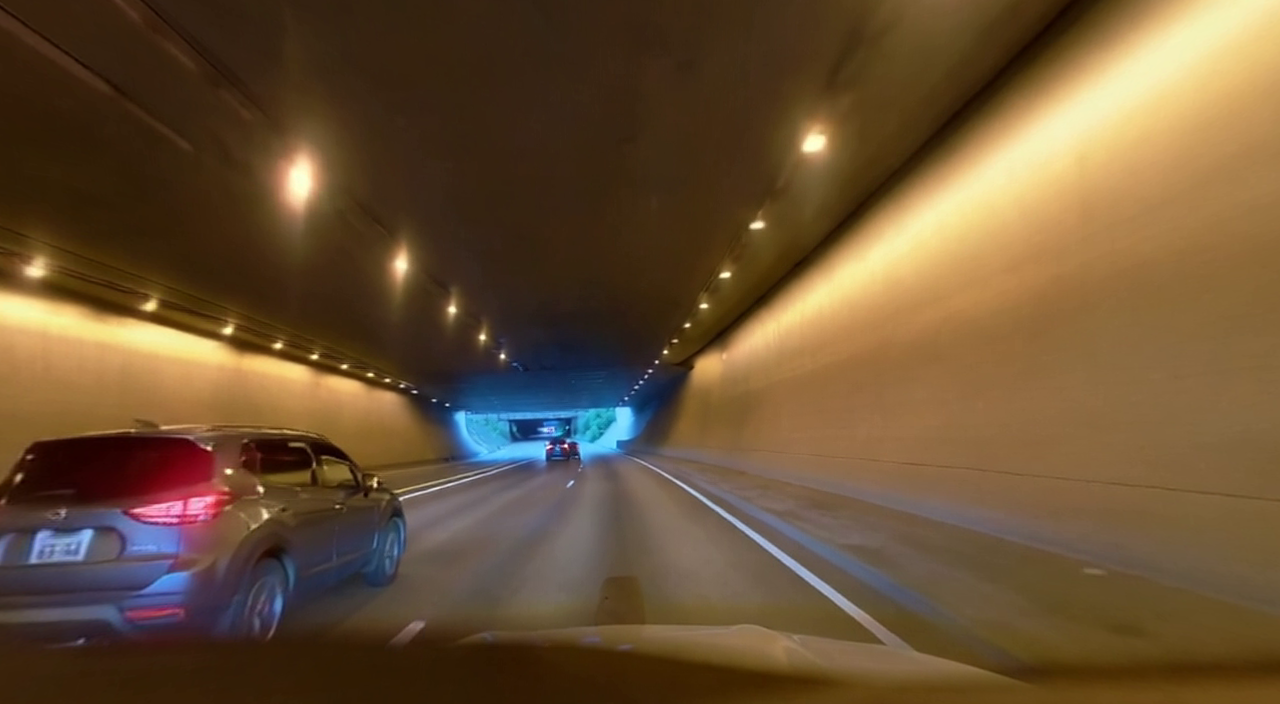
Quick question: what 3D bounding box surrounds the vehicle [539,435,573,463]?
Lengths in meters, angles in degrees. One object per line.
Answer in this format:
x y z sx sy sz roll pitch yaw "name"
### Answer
-5.548 6.460 42.149 1.961 1.725 4.315 0 -8 -3 "vehicle"
